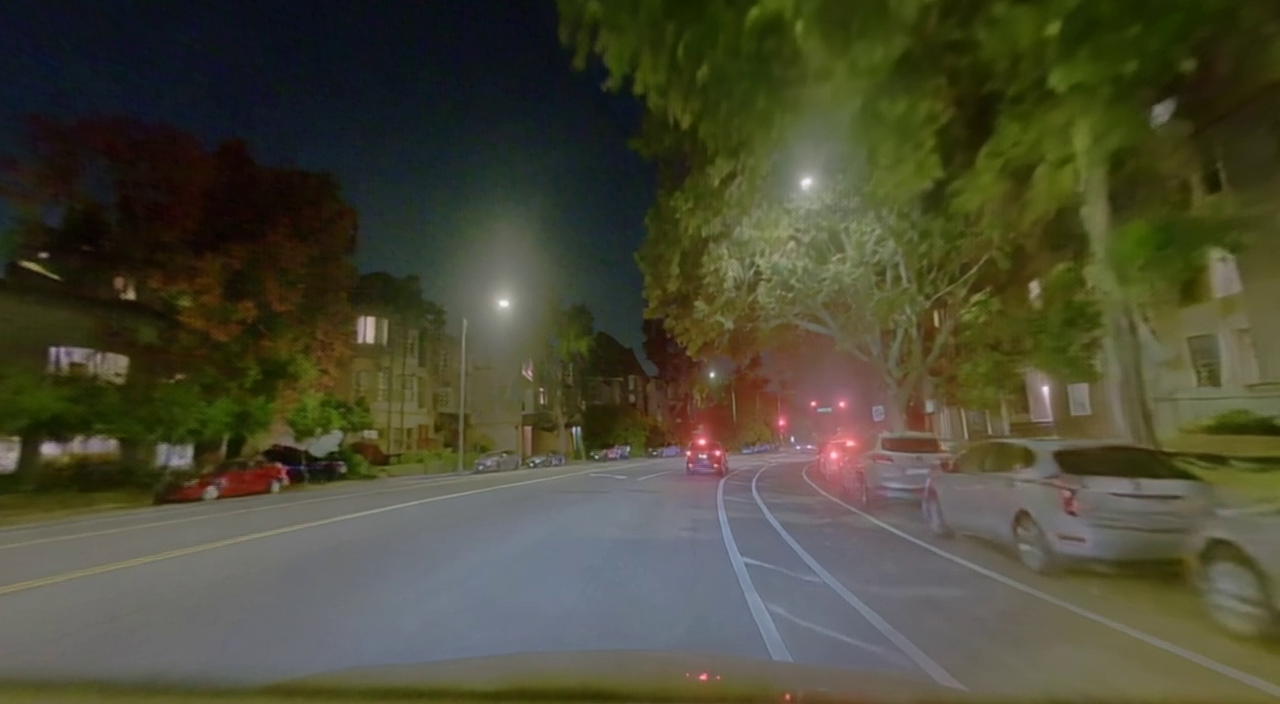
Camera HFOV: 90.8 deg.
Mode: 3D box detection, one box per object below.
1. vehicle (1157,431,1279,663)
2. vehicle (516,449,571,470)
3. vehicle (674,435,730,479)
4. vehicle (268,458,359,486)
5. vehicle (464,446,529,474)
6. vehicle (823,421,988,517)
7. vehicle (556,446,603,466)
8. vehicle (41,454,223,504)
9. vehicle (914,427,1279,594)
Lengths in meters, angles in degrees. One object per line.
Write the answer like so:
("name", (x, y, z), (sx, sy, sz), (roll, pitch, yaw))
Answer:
("vehicle", (4.951, 1.032, 2.627), (1.940, 1.456, 4.502), (0, -8, 3))
("vehicle", (-6.563, 7.335, 43.477), (1.893, 1.310, 4.719), (-3, -9, 17))
("vehicle", (2.731, 4.438, 27.022), (1.852, 1.680, 4.488), (-2, -9, 12))
("vehicle", (-17.910, 6.568, 34.747), (4.195, 1.400, 1.726), (-2, -9, 10))
("vehicle", (-8.337, 6.298, 37.117), (1.918, 1.508, 4.353), (-2, -8, 15))
("vehicle", (5.672, 2.547, 14.288), (2.128, 1.795, 4.622), (-1, -8, 6))
("vehicle", (-4.637, 8.063, 49.063), (1.880, 1.450, 4.627), (-3, -9, 19))
("vehicle", (-20.886, 5.199, 26.113), (5.953, 1.868, 2.049), (0, -10, 5))
("vehicle", (5.317, 1.813, 8.205), (1.879, 1.547, 4.378), (-1, -8, 5))
